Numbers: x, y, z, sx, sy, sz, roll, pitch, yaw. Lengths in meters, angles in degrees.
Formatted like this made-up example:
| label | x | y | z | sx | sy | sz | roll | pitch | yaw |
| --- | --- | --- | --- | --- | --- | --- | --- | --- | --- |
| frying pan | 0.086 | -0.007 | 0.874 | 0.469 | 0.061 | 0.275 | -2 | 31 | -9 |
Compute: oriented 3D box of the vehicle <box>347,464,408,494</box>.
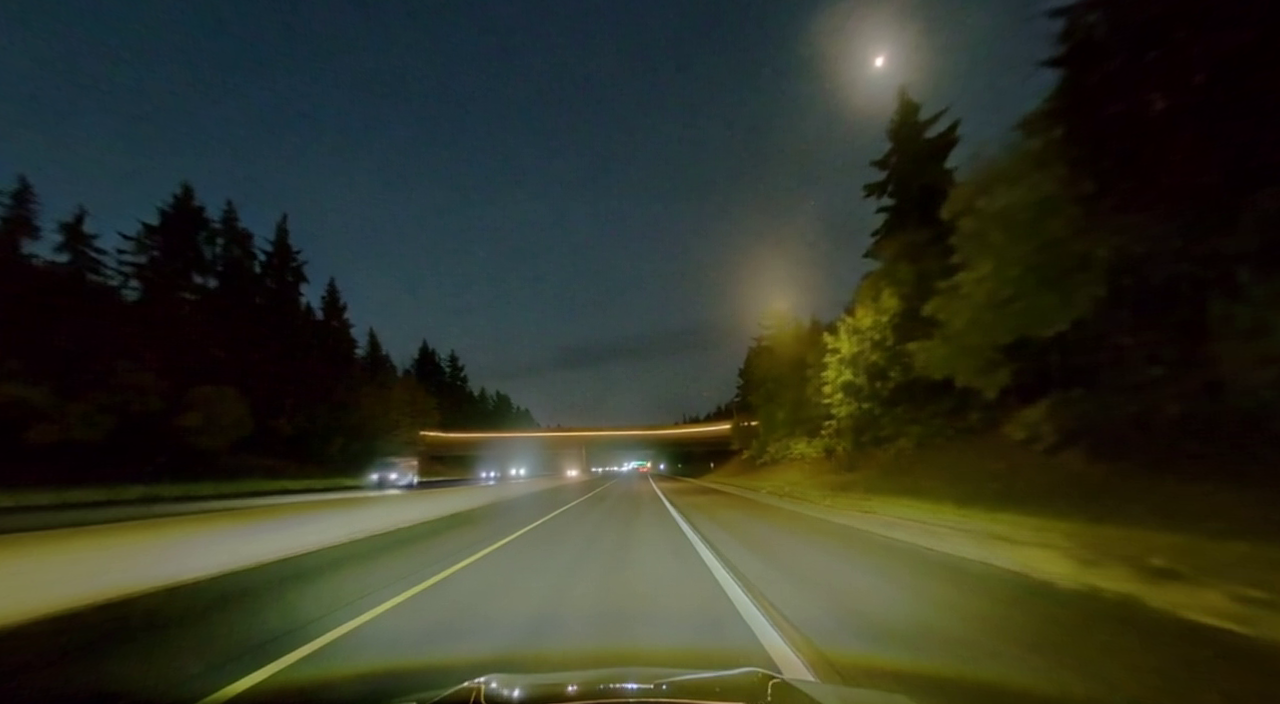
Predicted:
| label | x | y | z | sx | sy | sz | roll | pitch | yaw |
| --- | --- | --- | --- | --- | --- | --- | --- | --- | --- |
| vehicle | -16.920 | 8.163 | 40.815 | 1.949 | 1.760 | 4.605 | 1 | -10 | 0 |
